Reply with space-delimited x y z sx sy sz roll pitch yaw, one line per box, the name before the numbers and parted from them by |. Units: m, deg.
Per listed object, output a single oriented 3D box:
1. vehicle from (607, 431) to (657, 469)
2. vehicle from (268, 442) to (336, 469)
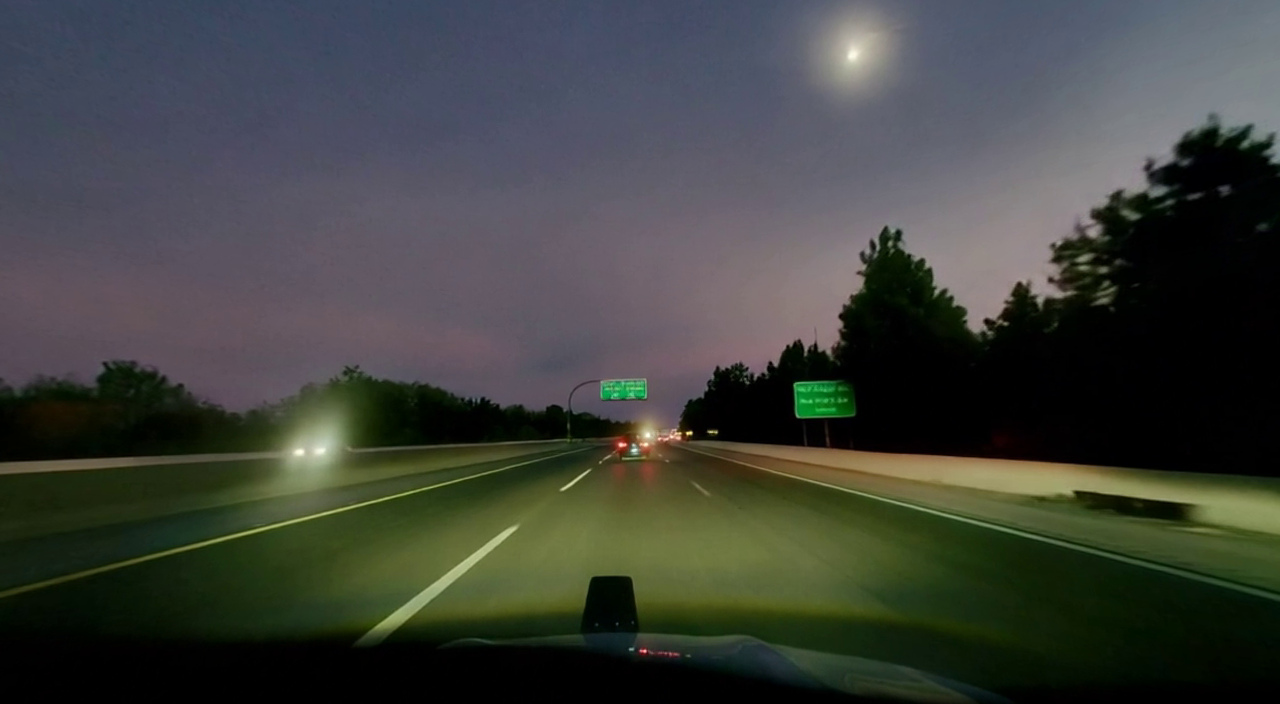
vehicle | -0.366 4.367 28.306 2.094 1.600 3.666 0 -8 -1
vehicle | -19.449 5.925 36.439 1.781 1.430 3.836 0 -8 0
